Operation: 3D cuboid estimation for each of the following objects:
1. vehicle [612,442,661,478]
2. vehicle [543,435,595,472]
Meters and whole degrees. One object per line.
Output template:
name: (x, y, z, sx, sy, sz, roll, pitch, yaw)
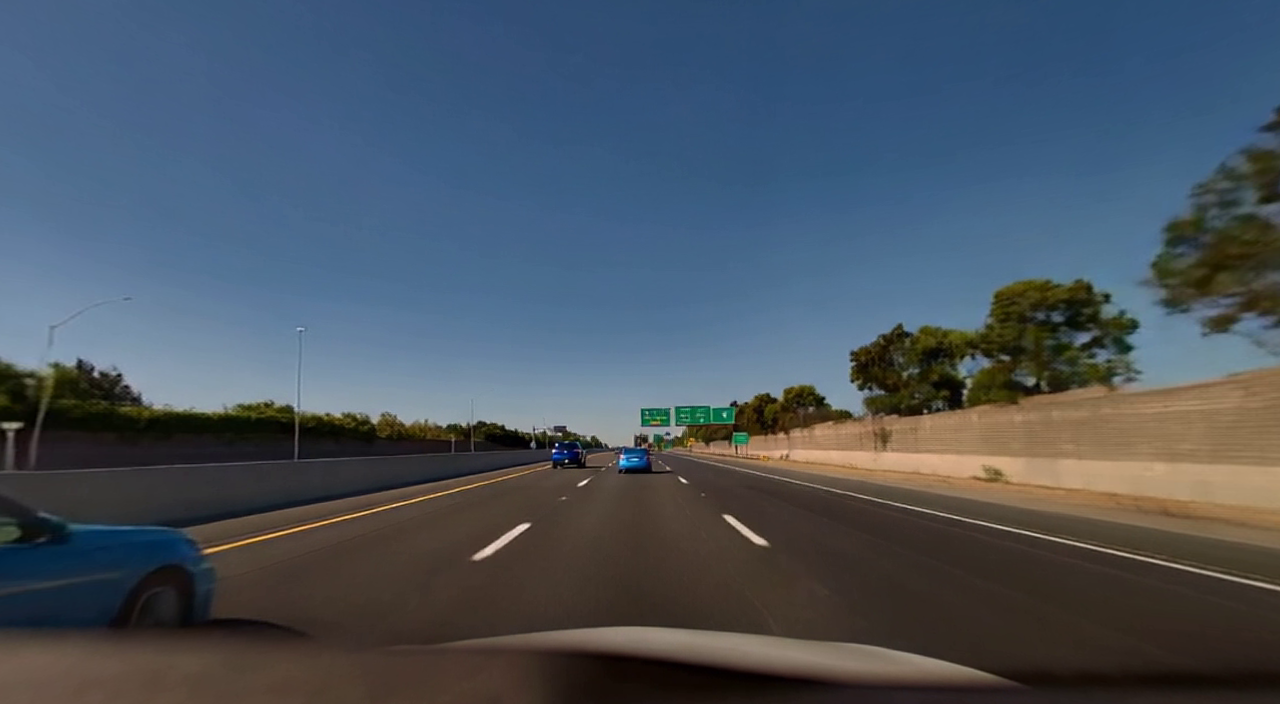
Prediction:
vehicle: (-0.129, 4.955, 29.116, 2.086, 1.548, 4.325, 0, -9, 0)
vehicle: (-3.848, 5.609, 35.048, 2.264, 1.901, 4.647, 0, -9, 1)
